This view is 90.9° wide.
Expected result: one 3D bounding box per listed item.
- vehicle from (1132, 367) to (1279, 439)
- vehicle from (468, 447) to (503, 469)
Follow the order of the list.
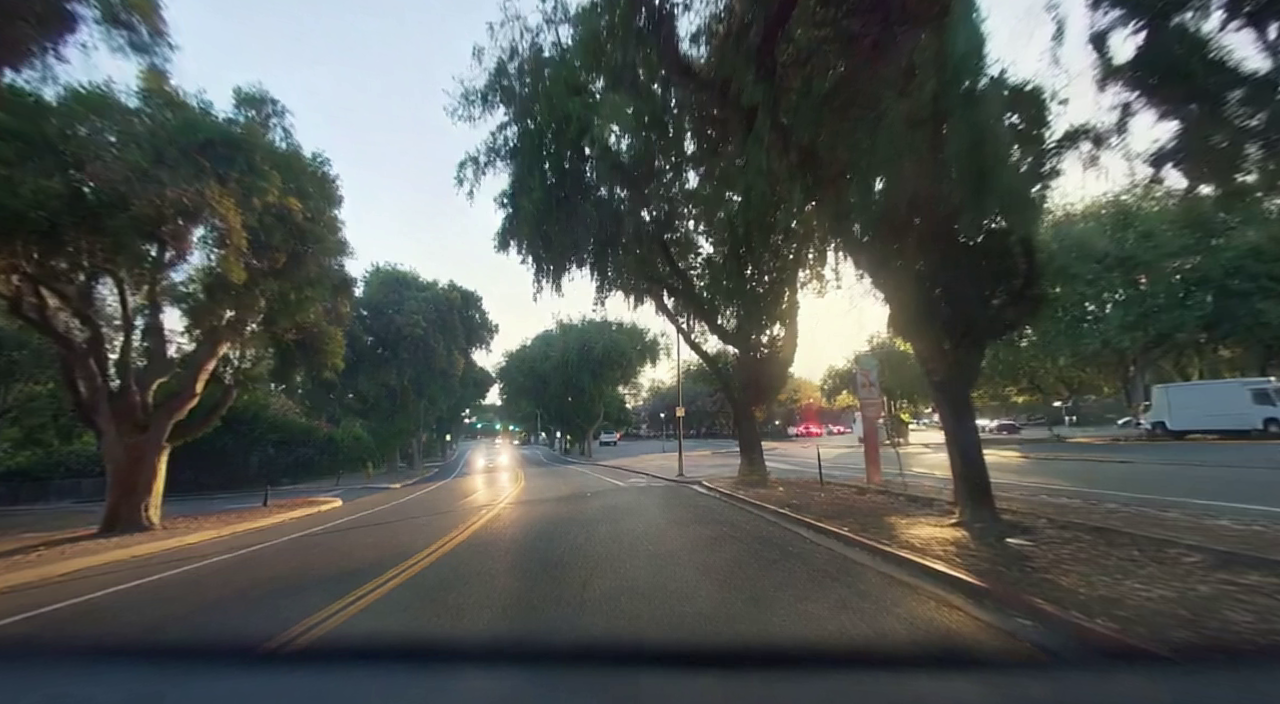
[{"bbox_3d":[33.281,2.505,32.315,12.214,3.426,2.921,-9,-9,41],"label":"vehicle"},{"bbox_3d":[-10.692,7.357,43.968,2.125,1.440,4.450,1,-8,-11],"label":"vehicle"}]
